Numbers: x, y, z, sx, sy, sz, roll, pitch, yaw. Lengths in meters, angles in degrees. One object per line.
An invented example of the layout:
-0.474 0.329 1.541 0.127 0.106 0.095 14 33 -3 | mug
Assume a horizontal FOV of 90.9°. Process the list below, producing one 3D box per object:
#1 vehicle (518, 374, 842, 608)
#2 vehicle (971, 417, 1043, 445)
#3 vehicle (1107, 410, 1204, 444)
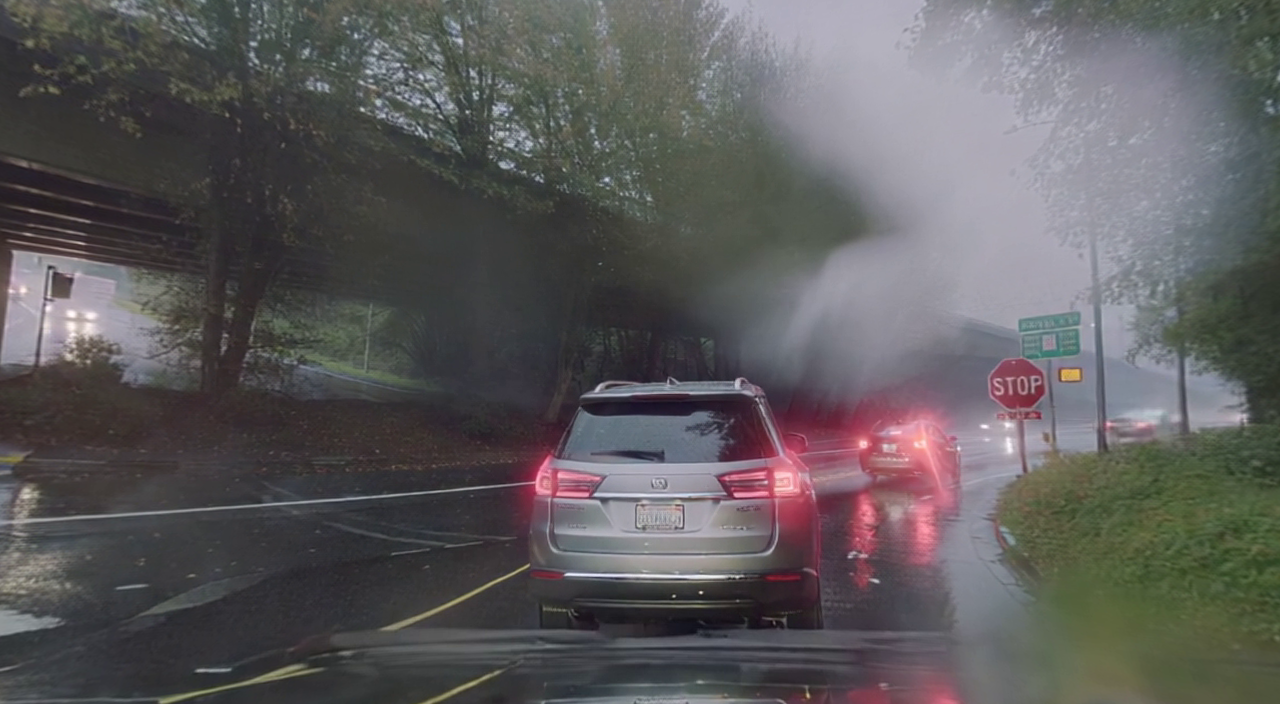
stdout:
0.305 1.401 7.129 2.494 1.804 4.336 0 -9 0 | vehicle
24.223 5.223 41.621 4.557 1.712 1.913 3 -8 -29 | vehicle
28.775 4.248 35.158 5.166 1.791 2.131 4 -10 -27 | vehicle
